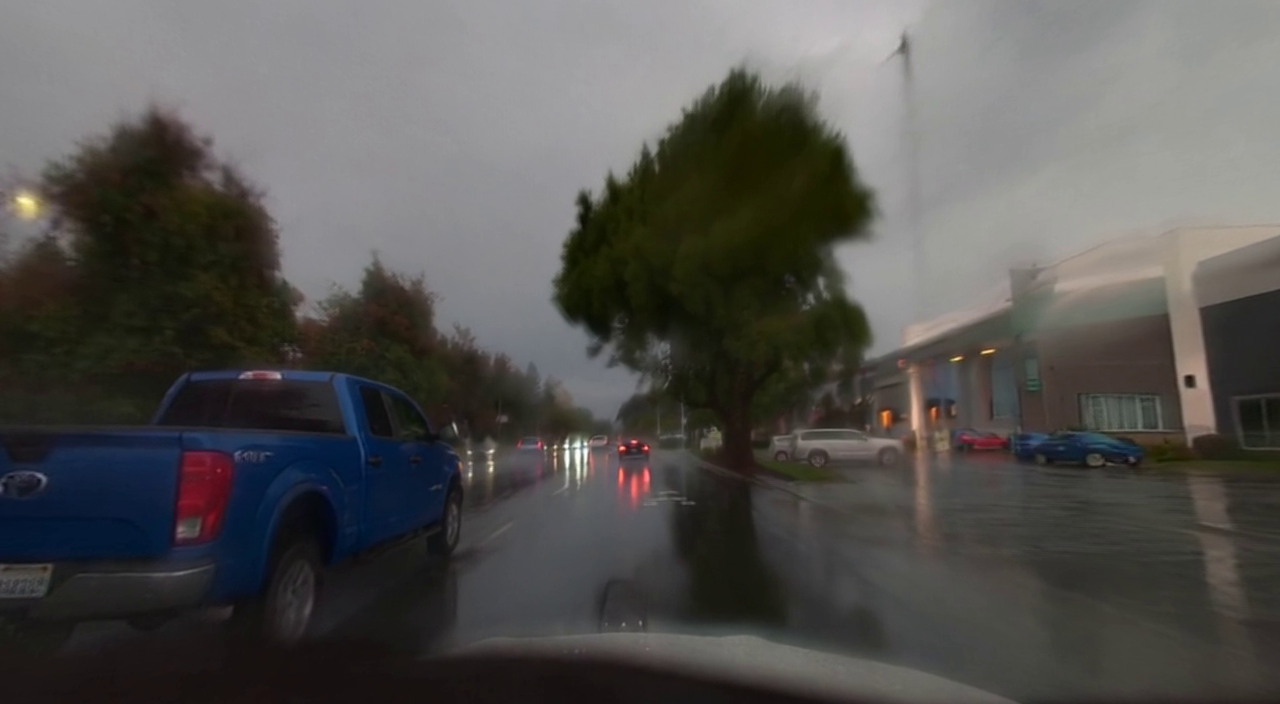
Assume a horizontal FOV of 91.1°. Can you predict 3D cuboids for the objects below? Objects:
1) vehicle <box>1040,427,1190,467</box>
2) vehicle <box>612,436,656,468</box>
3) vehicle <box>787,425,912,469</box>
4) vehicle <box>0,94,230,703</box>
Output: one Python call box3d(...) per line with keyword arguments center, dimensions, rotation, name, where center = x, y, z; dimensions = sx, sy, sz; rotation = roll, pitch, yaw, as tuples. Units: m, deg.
box3d(center=(20.142, 4.086, 26.966), dimensions=(4.836, 1.567, 2.051), rotation=(-5, -9, 30), name="vehicle")
box3d(center=(-0.331, 5.257, 33.236), dimensions=(2.191, 1.530, 4.470), rotation=(0, -8, -1), name="vehicle")
box3d(center=(9.060, 4.093, 27.087), dimensions=(5.109, 1.735, 1.997), rotation=(4, -9, -26), name="vehicle")
box3d(center=(-3.584, 0.180, 0.624), dimensions=(2.733, 2.495, 5.037), rotation=(0, -8, 2), name="vehicle")
